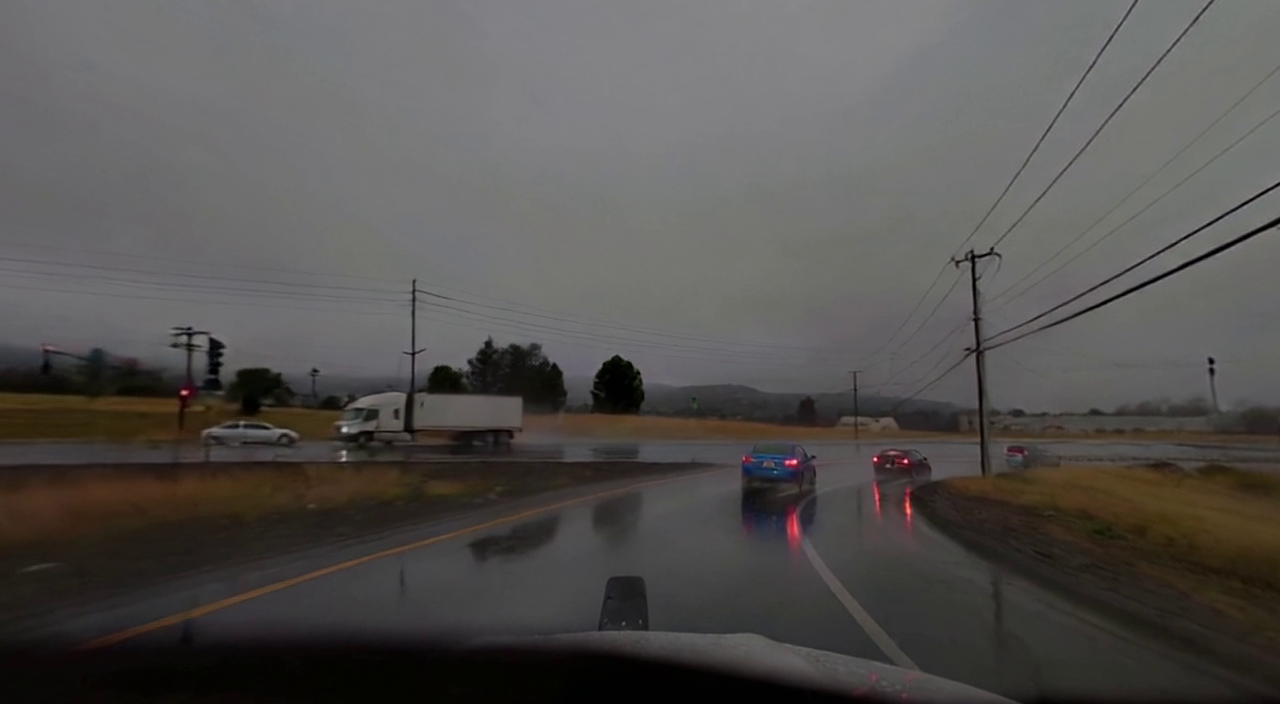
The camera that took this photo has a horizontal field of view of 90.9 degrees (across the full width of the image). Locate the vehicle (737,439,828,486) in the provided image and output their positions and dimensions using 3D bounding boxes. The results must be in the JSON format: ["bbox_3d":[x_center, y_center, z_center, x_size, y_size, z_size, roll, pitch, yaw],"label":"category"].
[{"bbox_3d":[4.993,3.758,21.659,2.026,1.407,4.374,-4,-10,26],"label":"vehicle"}]

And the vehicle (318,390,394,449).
[{"bbox_3d":[-18.776,4.543,41.669,3.911,3.666,2.936,6,-11,-33],"label":"vehicle"}]

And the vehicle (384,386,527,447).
[{"bbox_3d":[-13.080,4.810,45.385,9.356,3.992,2.808,6,-11,-33],"label":"vehicle"}]

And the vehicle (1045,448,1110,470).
[{"bbox_3d":[32.416,7.919,46.724,4.102,1.552,1.931,4,-10,-23],"label":"vehicle"}]

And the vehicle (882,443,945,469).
[{"bbox_3d":[16.274,6.153,37.426,4.307,1.465,1.836,9,-12,-44],"label":"vehicle"}]
